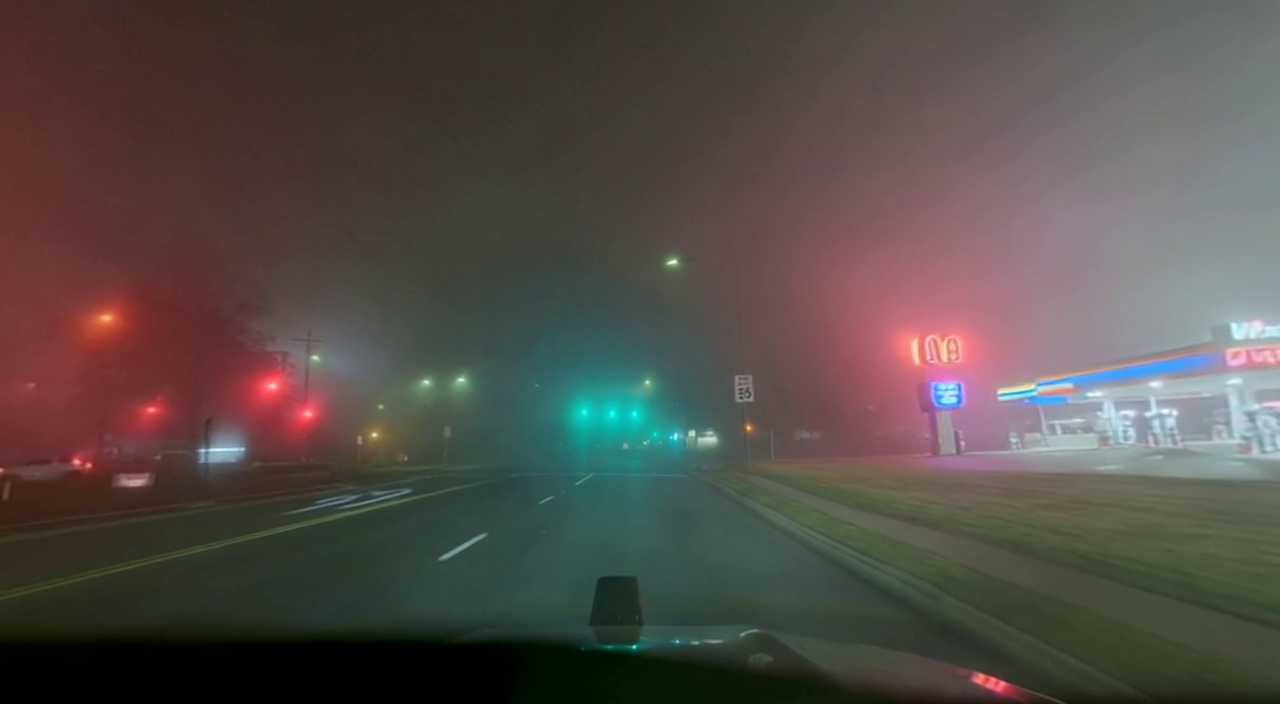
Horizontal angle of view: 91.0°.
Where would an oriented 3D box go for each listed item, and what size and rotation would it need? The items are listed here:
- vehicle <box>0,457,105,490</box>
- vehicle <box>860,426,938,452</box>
[{"bbox_3d":[-29.151,5.883,30.693,4.420,1.445,1.954,6,-11,-37],"label":"vehicle"},{"bbox_3d":[18.490,6.246,45.090,4.640,1.800,2.026,0,-9,-2],"label":"vehicle"}]
